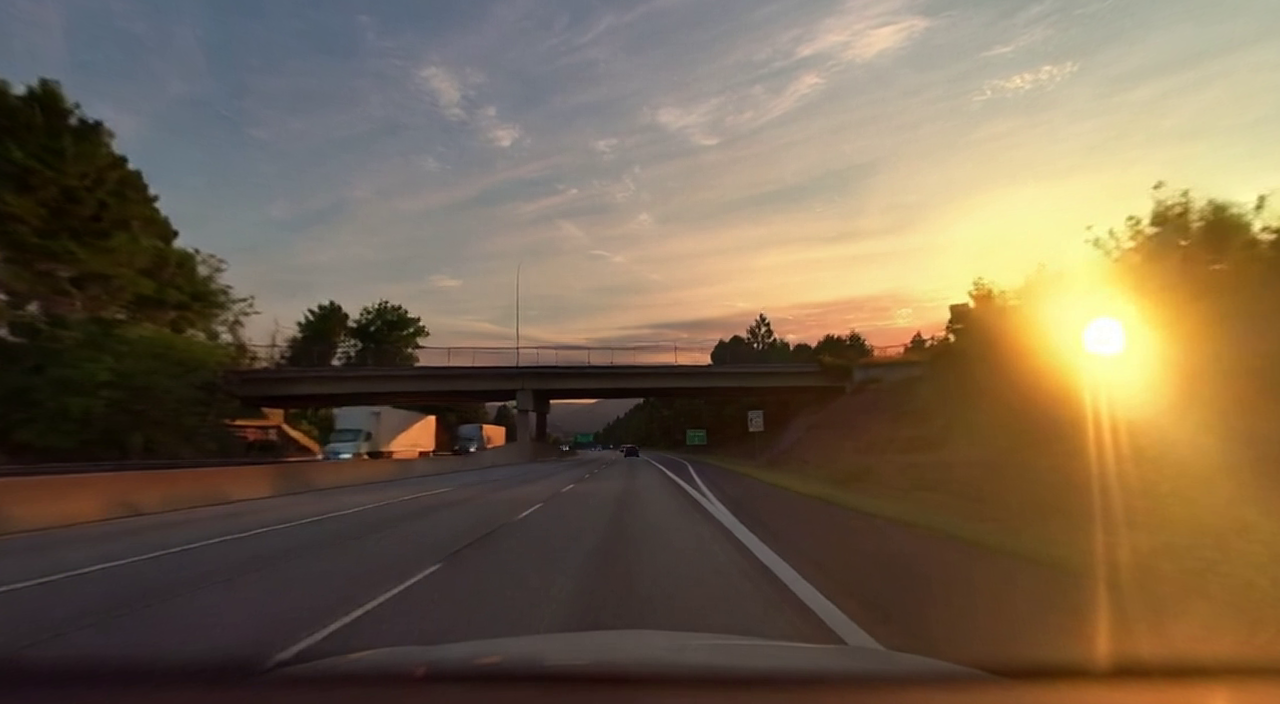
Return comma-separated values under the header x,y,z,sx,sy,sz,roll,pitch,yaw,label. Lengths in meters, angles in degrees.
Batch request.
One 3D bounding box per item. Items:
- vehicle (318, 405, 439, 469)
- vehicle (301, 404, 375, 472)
x,y,z,sx,sy,sz,roll,pitch,yaw,label
-18.475,6.341,46.220,2.906,3.972,14.227,0,-9,-1,vehicle
-18.319,5.244,38.447,2.956,3.987,2.717,0,-9,0,vehicle
